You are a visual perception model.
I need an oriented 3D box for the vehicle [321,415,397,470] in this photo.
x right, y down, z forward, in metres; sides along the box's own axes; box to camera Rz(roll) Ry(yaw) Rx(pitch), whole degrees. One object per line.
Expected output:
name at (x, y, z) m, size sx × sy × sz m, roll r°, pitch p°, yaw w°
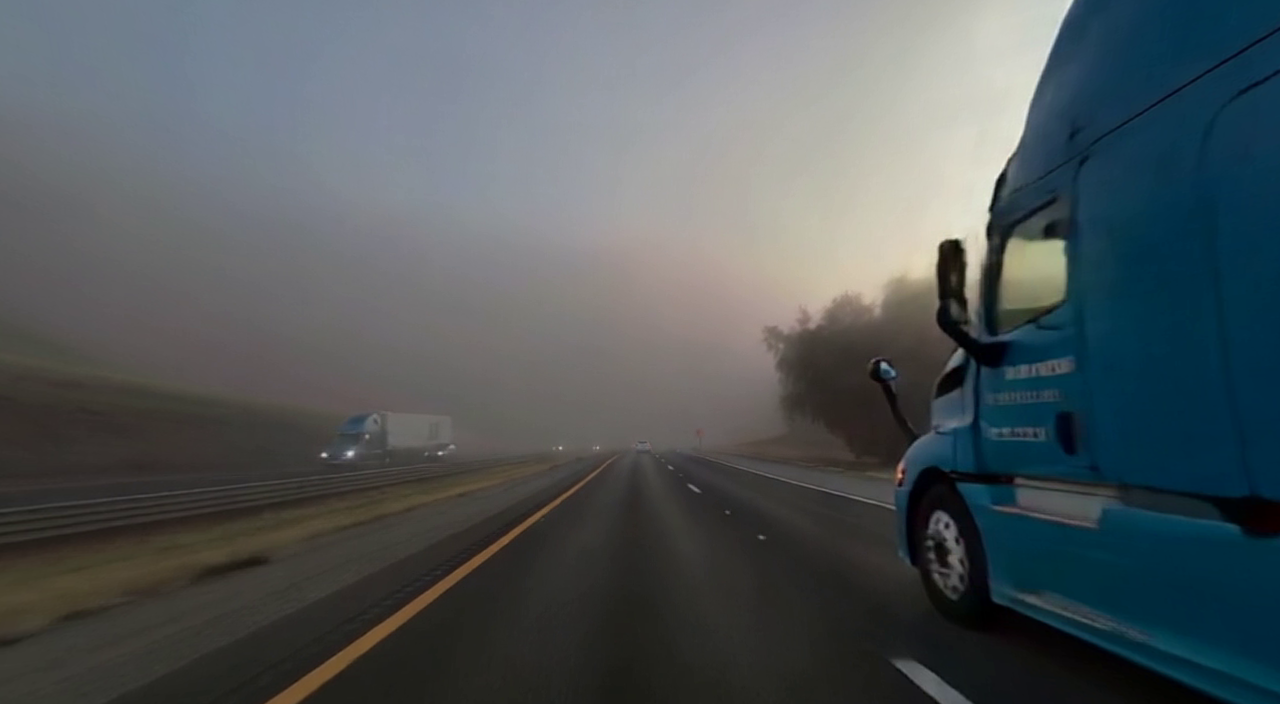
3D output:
vehicle at (-21.765, 7.080, 49.376) m, size 3.037 × 3.975 × 6.193 m, roll 0°, pitch -8°, yaw -1°
